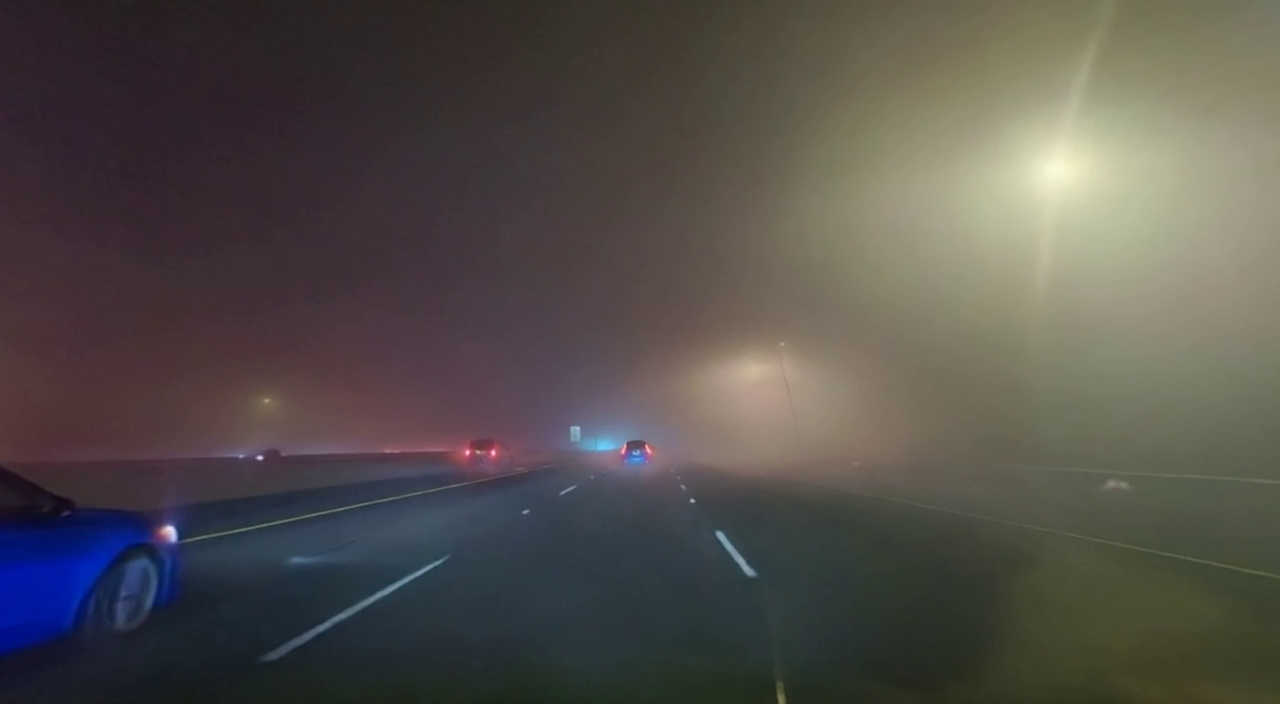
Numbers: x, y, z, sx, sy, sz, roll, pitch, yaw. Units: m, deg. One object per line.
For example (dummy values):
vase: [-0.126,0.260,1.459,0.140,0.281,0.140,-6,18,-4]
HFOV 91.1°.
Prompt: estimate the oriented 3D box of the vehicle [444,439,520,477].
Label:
vehicle: [-6.840,4.650,27.799,1.994,1.519,4.668,0,-9,2]

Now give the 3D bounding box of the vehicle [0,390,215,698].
vehicle: [-4.455,0.906,2.612,2.124,1.607,4.531,0,-9,1]

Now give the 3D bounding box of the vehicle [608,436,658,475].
vehicle: [-0.239,4.807,29.374,2.155,1.690,4.318,0,-9,2]
